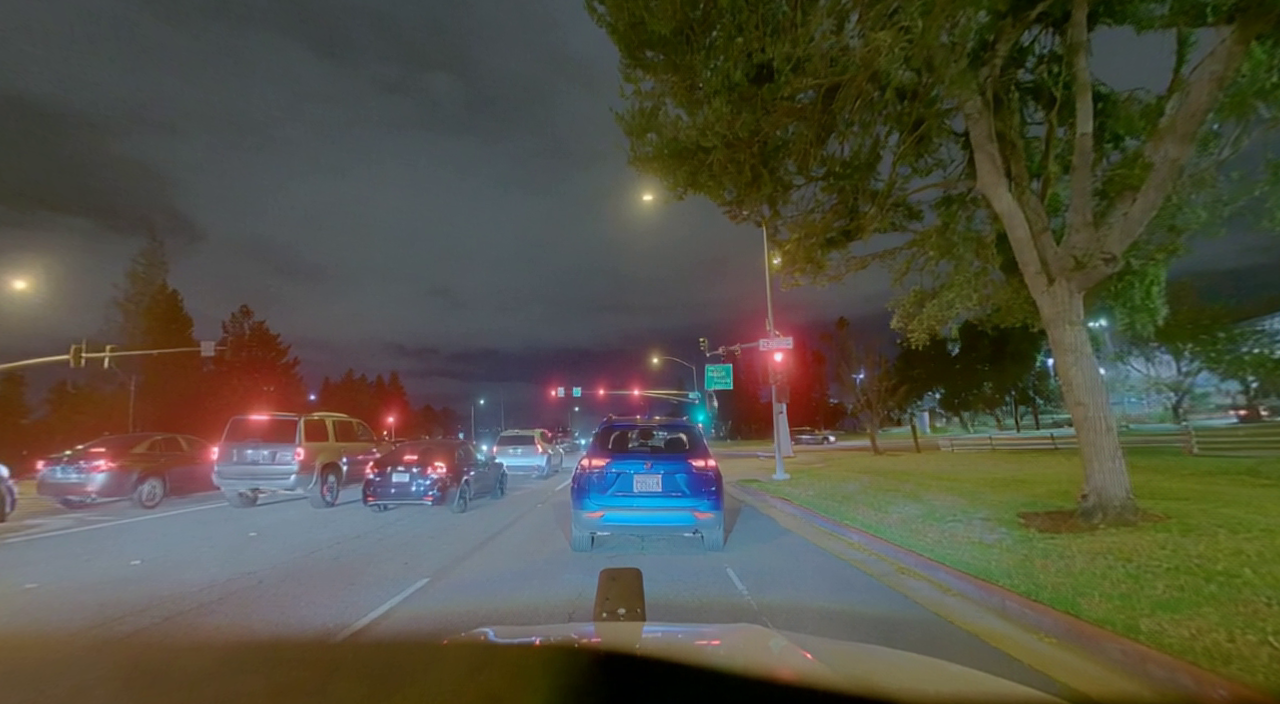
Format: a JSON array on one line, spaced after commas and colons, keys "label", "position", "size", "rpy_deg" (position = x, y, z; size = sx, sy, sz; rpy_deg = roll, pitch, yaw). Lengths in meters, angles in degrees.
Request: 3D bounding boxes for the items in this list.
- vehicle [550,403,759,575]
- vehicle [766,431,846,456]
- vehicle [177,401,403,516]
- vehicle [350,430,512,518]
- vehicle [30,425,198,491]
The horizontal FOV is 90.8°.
[{"label": "vehicle", "position": [0.105, 1.675, 8.462], "size": [2.055, 1.681, 4.270], "rpy_deg": [0, -9, -1]}, {"label": "vehicle", "position": [10.081, 5.609, 38.655], "size": [4.450, 1.439, 1.796], "rpy_deg": [-1, -9, 3]}, {"label": "vehicle", "position": [-7.405, 2.343, 14.254], "size": [2.195, 2.093, 5.185], "rpy_deg": [0, -9, -2]}, {"label": "vehicle", "position": [-4.090, 2.451, 13.220], "size": [1.942, 1.523, 4.212], "rpy_deg": [0, -9, 0]}, {"label": "vehicle", "position": [-17.676, 3.576, 21.601], "size": [2.136, 1.976, 4.342], "rpy_deg": [0, -9, -4]}]
